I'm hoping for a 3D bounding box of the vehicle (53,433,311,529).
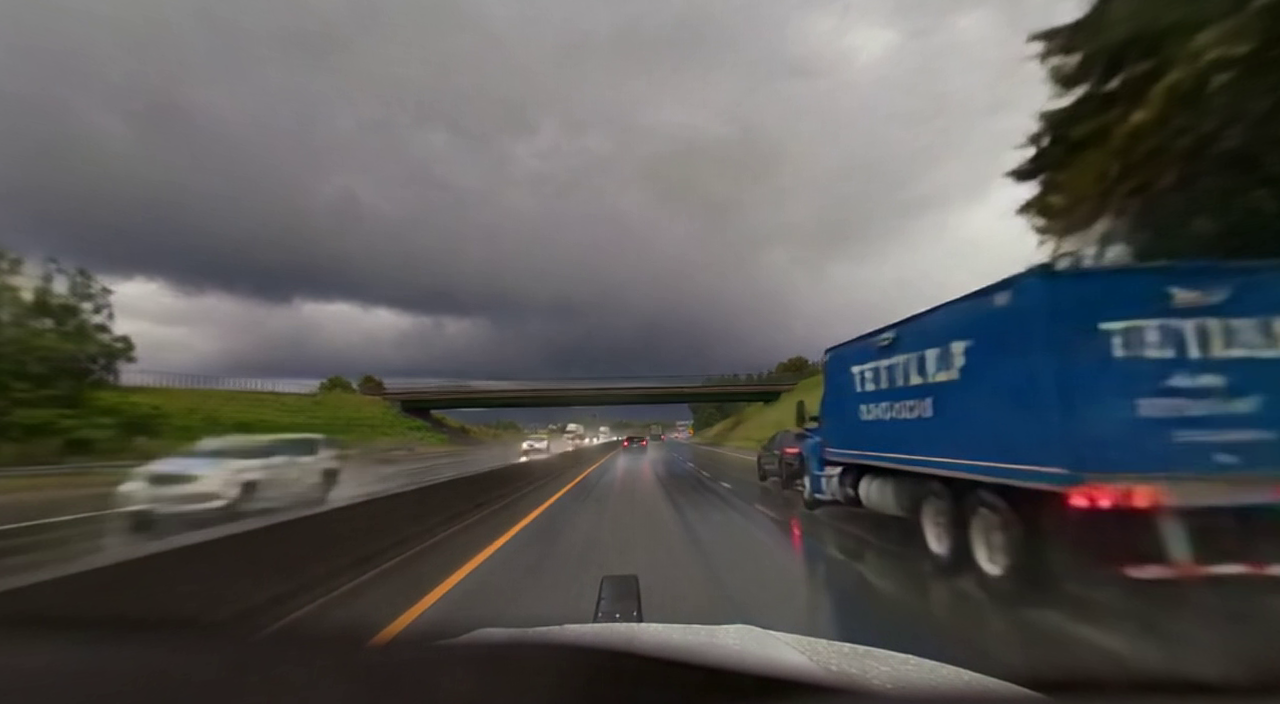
[{"bbox_3d":[-8.520,2.364,12.329,1.973,1.519,4.176,0,-7,-1],"label":"vehicle"}]

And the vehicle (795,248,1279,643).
[{"bbox_3d":[4.144,1.028,7.695,2.715,2.746,6.550,0,-7,-1],"label":"vehicle"}]

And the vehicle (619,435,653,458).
[{"bbox_3d":[-0.257,5.899,39.460,1.996,1.325,4.029,0,-7,-1],"label":"vehicle"}]
